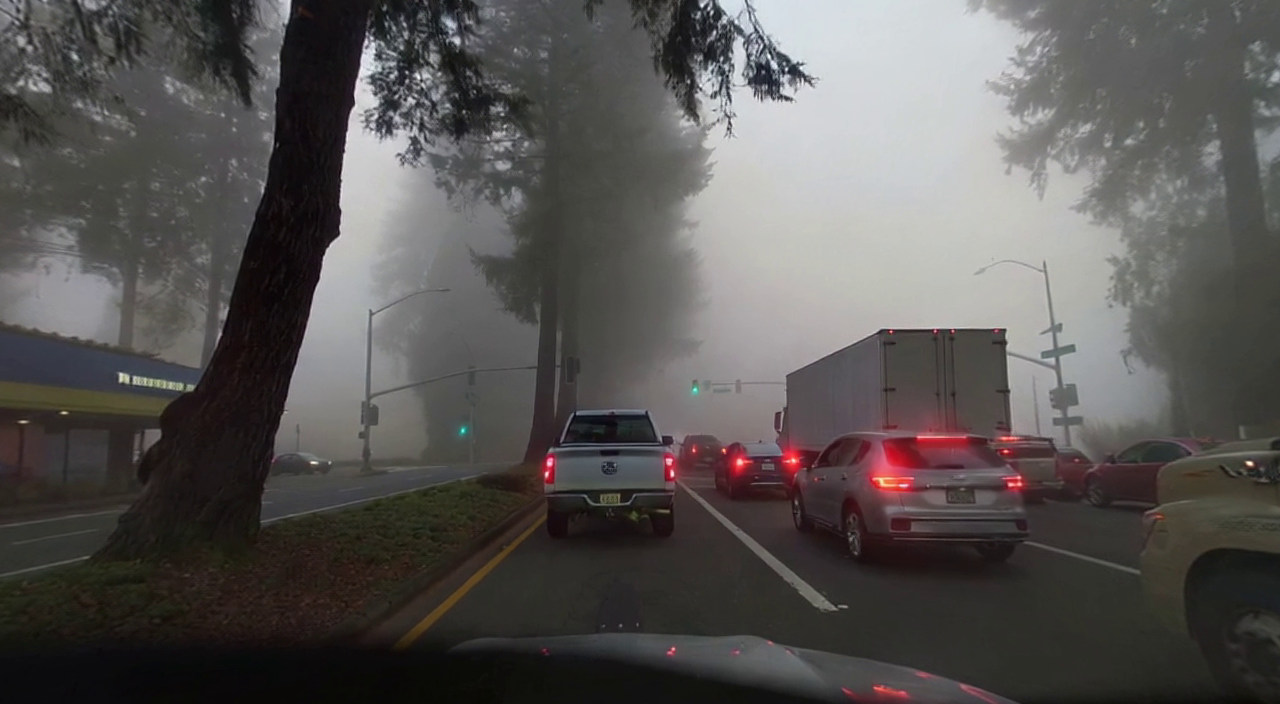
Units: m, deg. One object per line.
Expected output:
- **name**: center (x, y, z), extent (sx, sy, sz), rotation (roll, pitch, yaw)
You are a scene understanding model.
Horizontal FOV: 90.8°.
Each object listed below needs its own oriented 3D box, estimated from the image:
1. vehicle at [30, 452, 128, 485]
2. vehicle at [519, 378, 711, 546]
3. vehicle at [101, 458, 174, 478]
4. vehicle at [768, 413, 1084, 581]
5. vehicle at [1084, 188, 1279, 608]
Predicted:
- **vehicle**: center (-28.580, 5.912, 32.358), extent (1.730, 1.534, 3.922), rotation (1, -9, -7)
- **vehicle**: center (-0.362, 1.820, 10.883), extent (2.499, 2.183, 5.111), rotation (0, -9, -1)
- **vehicle**: center (-38.185, 8.806, 48.014), extent (4.150, 1.474, 1.826), rotation (-1, -9, 6)
- **vehicle**: center (3.255, 1.765, 8.611), extent (1.905, 1.587, 4.998), rotation (0, -9, -1)
- **vehicle**: center (6.524, 0.103, 3.339), extent (2.802, 3.322, 7.429), rotation (0, -9, 0)
